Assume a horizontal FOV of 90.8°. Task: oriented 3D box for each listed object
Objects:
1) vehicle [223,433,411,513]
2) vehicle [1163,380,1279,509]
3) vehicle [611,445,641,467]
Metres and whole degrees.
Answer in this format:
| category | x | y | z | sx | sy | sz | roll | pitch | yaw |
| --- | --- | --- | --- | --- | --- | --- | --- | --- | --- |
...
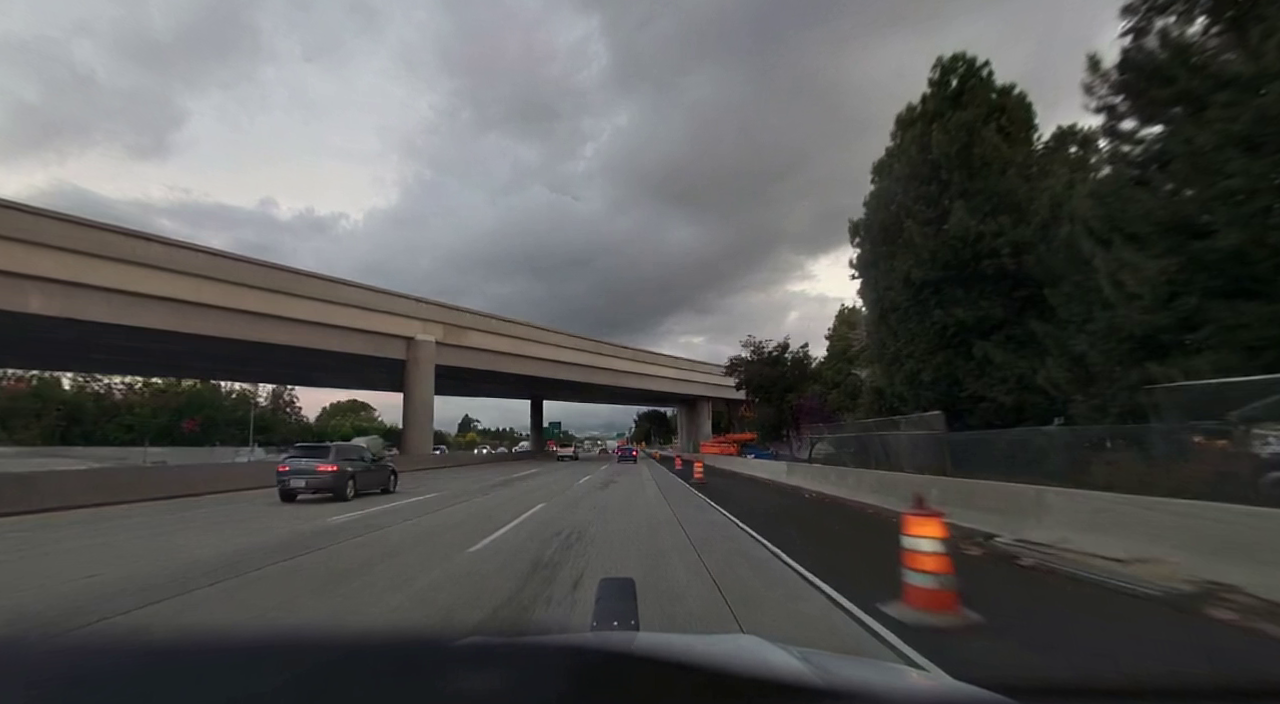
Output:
| category | x | y | z | sx | sy | sz | roll | pitch | yaw |
| --- | --- | --- | --- | --- | --- | --- | --- | --- | --- |
| vehicle | -7.294 | 2.764 | 14.909 | 2.128 | 1.604 | 4.279 | 0 | -9 | 0 |
| vehicle | 13.755 | 2.028 | 13.768 | 1.868 | 2.536 | 3.267 | -1 | -9 | 5 |
| vehicle | -0.943 | 7.362 | 44.979 | 2.051 | 1.459 | 4.092 | 0 | -9 | 0 |
